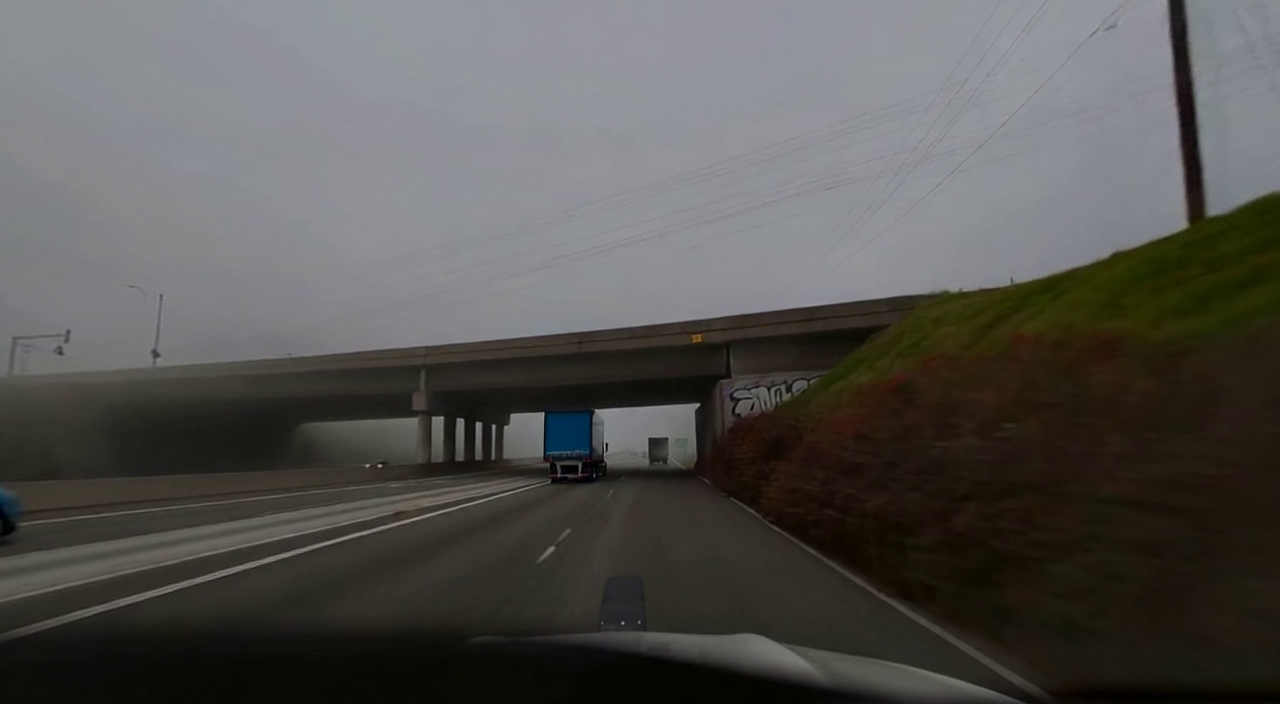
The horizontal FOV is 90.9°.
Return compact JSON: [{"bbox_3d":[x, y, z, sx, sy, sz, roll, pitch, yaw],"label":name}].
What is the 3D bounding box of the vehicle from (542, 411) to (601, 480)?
[{"bbox_3d":[-4.361,6.241,41.960,2.955,4.022,8.842,0,-9,0],"label":"vehicle"}]
